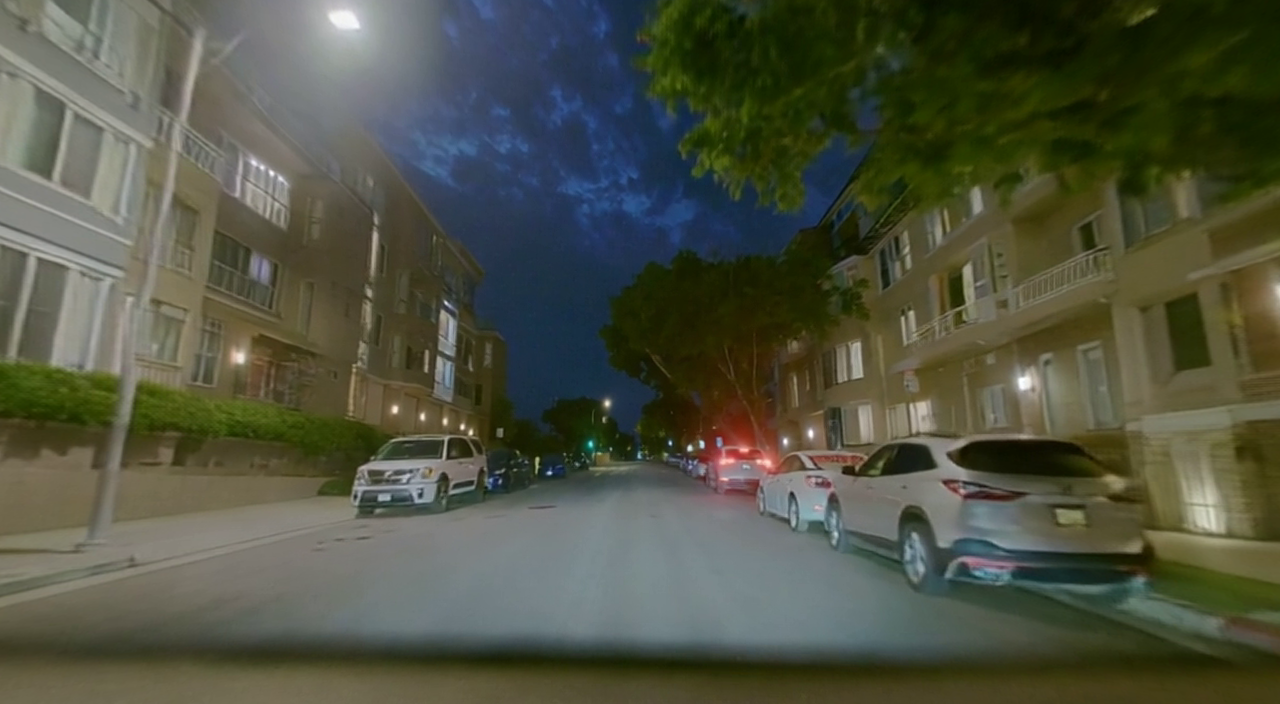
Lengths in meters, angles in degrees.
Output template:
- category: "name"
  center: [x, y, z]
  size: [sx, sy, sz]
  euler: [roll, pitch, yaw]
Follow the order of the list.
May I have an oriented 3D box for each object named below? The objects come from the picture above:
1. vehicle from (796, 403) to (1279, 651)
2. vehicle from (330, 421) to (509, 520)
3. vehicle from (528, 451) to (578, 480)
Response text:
- category: "vehicle"
  center: [3.531, 1.668, 7.215]
  size: [2.216, 1.790, 5.077]
  euler: [0, -9, 0]
- category: "vehicle"
  center: [-5.556, 3.160, 17.095]
  size: [2.596, 2.152, 5.689]
  euler: [-1, -10, 2]
- category: "vehicle"
  center: [-5.467, 7.193, 40.417]
  size: [2.222, 1.735, 5.215]
  euler: [0, -9, 2]
